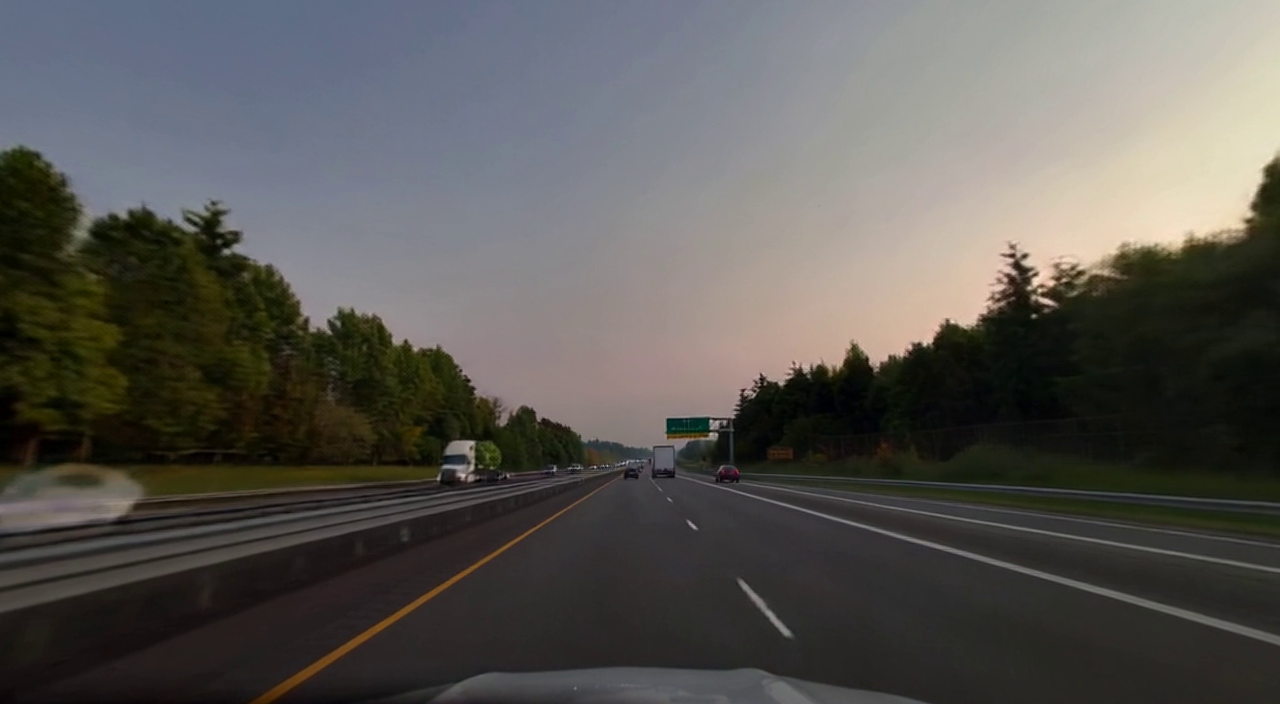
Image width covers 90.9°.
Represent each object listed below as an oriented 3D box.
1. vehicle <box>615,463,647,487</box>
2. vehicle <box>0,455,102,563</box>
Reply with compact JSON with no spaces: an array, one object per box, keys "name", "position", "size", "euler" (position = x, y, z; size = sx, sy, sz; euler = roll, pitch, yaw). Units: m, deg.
[{"name":"vehicle","position":[-0.611,8.079,41.490],"size":[2.025,1.452,3.927],"euler":[1,-10,-1]},{"name":"vehicle","position":[-9.976,2.146,8.516],"size":[1.892,1.497,3.878],"euler":[1,-10,0]}]
